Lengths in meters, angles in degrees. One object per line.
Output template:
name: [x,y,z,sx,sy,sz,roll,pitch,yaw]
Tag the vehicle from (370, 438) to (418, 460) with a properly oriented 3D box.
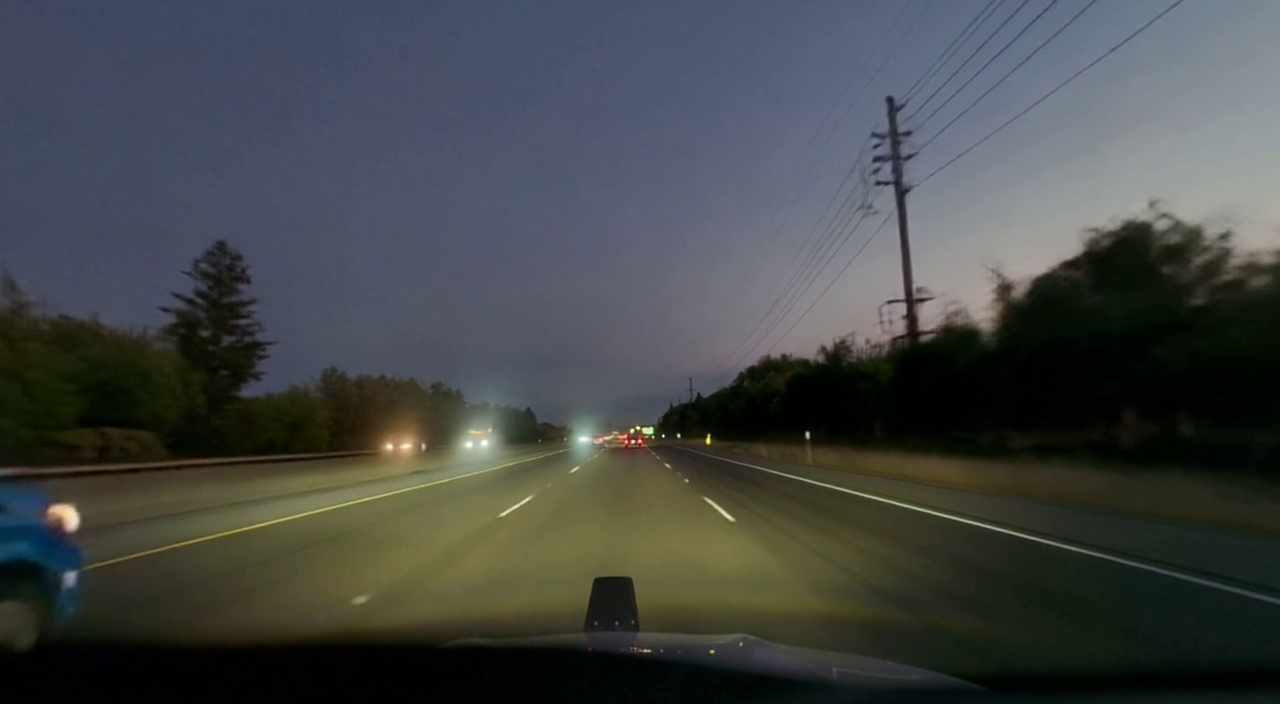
vehicle: [-17.657,6.976,45.412,1.827,1.463,3.892,0,-8,0]
